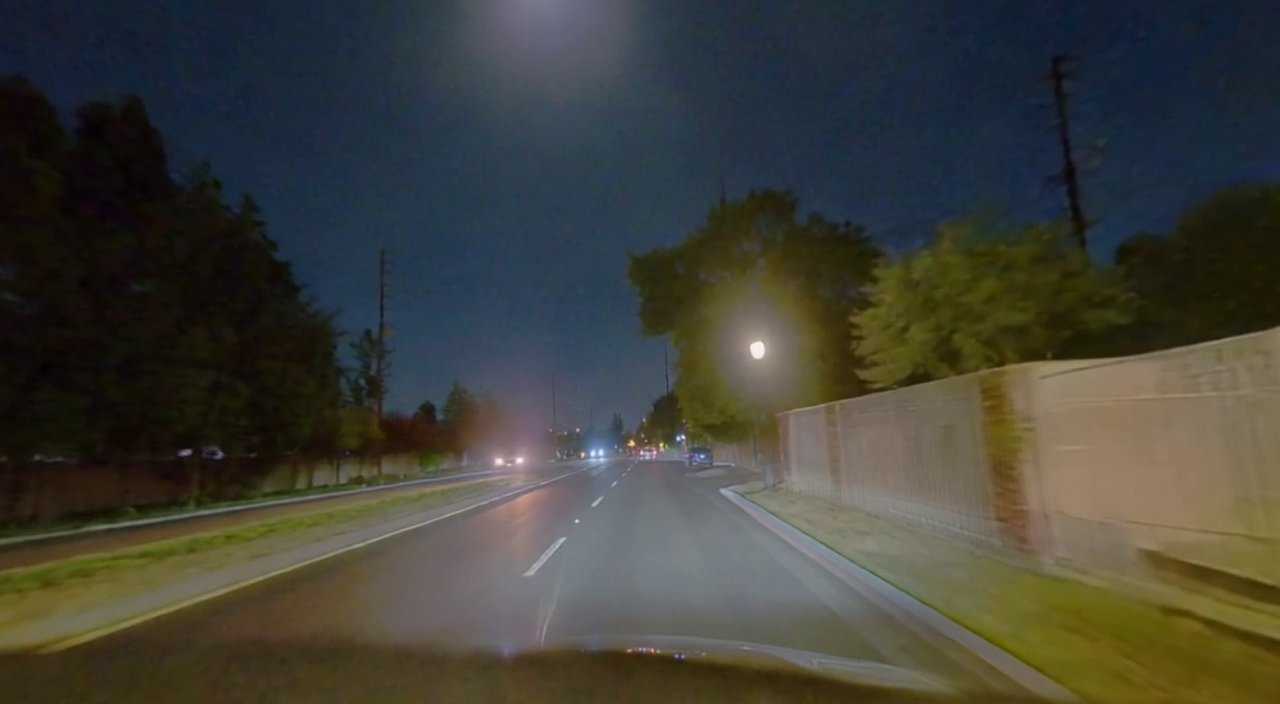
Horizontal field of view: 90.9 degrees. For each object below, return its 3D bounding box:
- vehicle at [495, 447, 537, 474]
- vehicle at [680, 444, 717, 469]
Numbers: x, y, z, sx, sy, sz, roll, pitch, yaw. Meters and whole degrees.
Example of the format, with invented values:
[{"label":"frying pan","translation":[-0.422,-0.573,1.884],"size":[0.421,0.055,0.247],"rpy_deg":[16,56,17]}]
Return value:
[{"label":"vehicle","translation":[-8.492,7.474,43.521],"size":[1.981,1.716,4.315],"rpy_deg":[-1,-8,1]},{"label":"vehicle","translation":[3.781,6.867,41.605],"size":[2.011,1.507,4.769],"rpy_deg":[0,-8,0]}]
